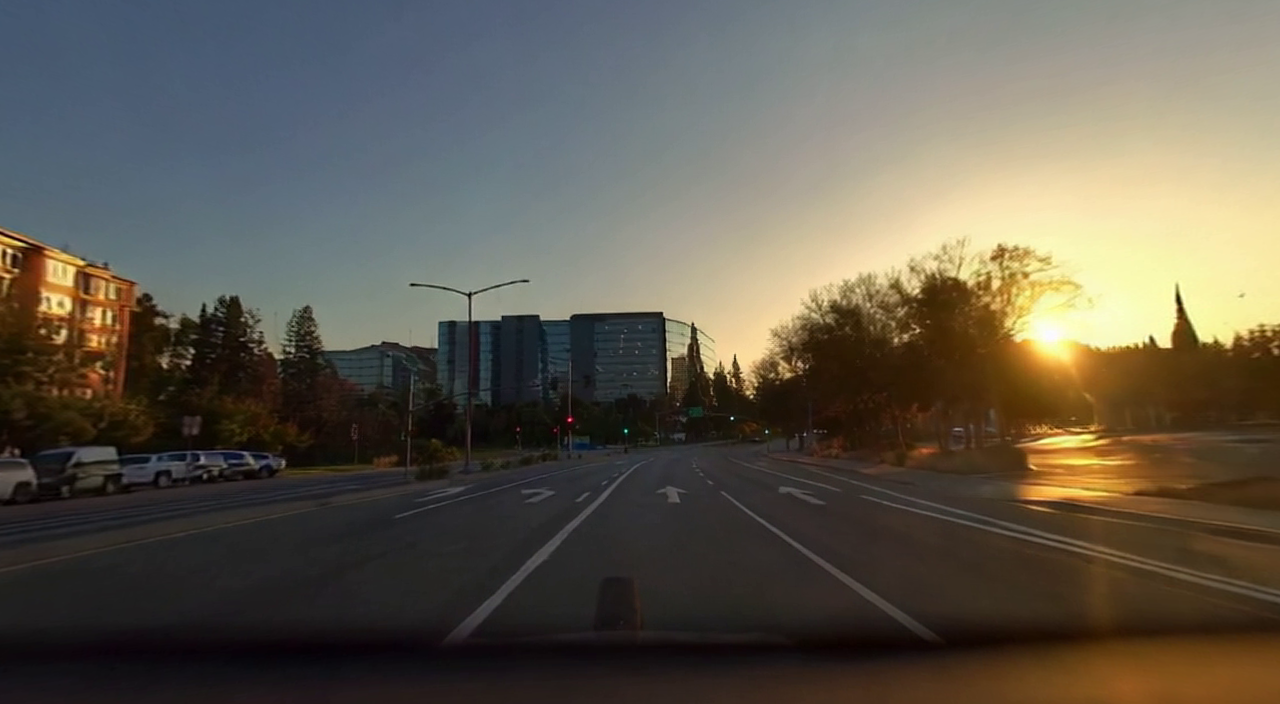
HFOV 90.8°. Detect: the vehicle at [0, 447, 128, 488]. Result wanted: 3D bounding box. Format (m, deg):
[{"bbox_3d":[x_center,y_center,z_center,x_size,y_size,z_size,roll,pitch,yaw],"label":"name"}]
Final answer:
[{"bbox_3d":[-28.698,5.629,30.967,5.248,1.758,2.122,-1,-8,-3],"label":"vehicle"}]
